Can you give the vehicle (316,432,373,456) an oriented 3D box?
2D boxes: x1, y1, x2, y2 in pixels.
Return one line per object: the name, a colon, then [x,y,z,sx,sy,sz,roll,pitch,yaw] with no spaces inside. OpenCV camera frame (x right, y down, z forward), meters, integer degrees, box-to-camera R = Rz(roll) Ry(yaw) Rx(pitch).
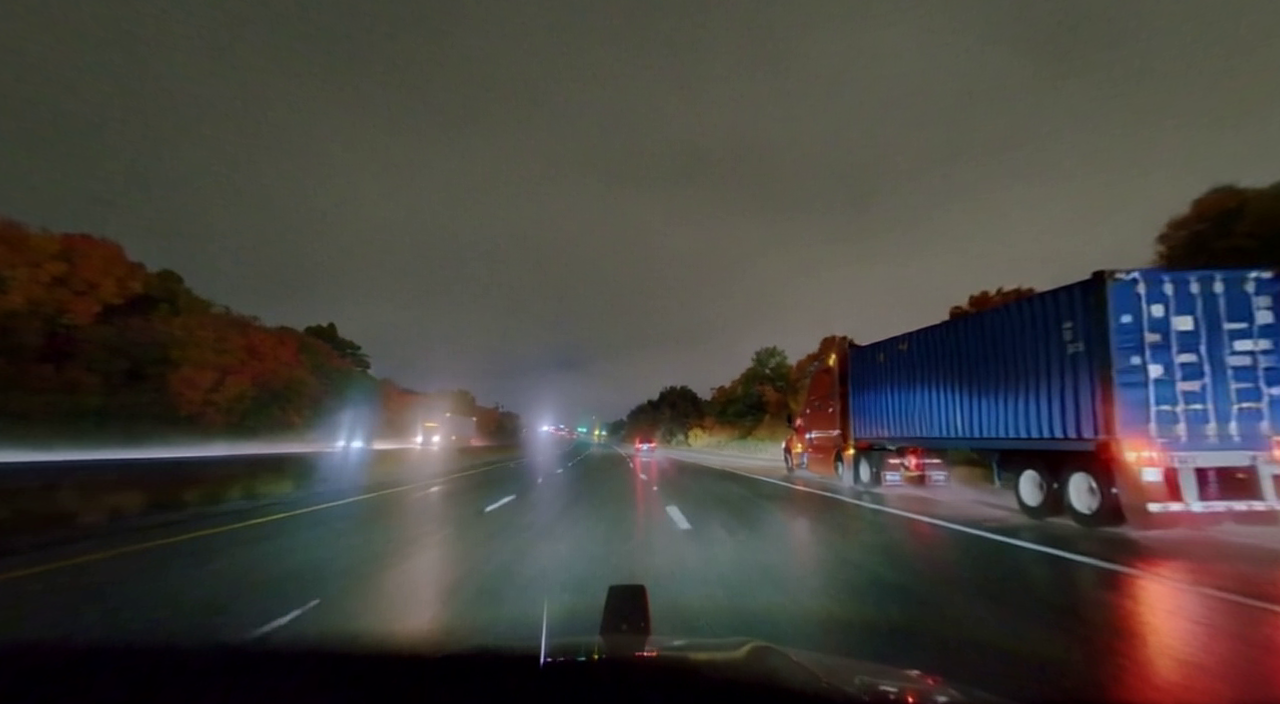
vehicle: [-19.108,5.975,40.887,1.737,1.473,4.119,0,-8,-1]
